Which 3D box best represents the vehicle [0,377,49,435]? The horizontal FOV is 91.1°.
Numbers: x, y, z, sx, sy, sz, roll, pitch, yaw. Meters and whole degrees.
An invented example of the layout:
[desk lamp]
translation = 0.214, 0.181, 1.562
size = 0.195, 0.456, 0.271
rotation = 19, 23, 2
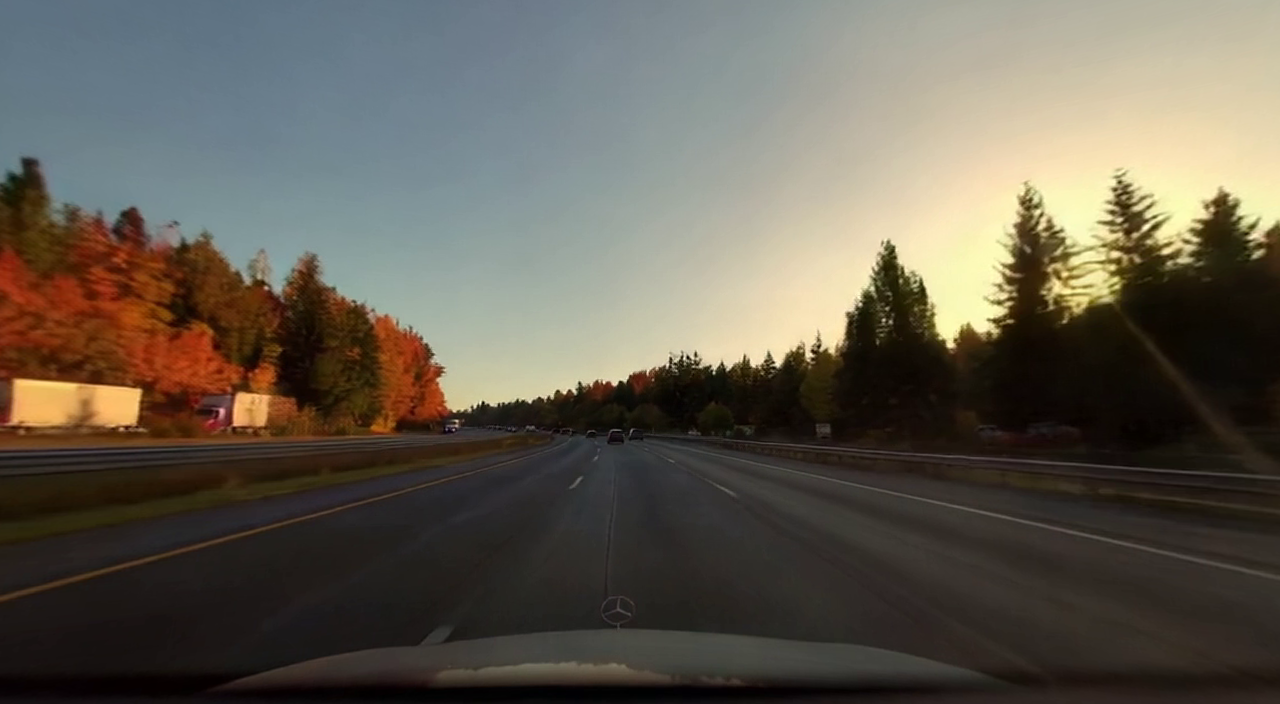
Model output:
[vehicle]
translation = -47.311, 4.204, 46.929
size = 10.856, 3.901, 3.560
rotation = -7, -10, 43
